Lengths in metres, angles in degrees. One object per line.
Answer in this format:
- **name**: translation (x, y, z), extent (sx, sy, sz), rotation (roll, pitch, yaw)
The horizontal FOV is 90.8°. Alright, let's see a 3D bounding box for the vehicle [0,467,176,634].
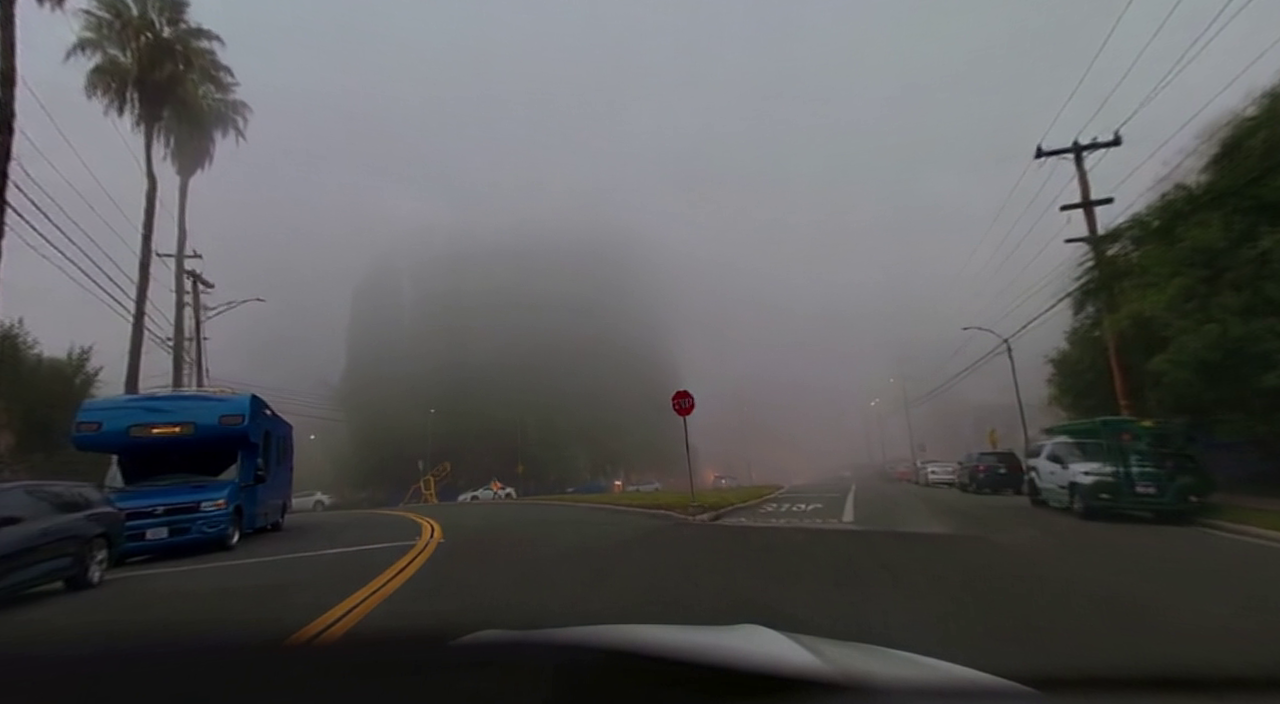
- **vehicle**: translation (-7.931, 2.267, 7.473), extent (2.103, 1.599, 4.865), rotation (1, -9, -13)

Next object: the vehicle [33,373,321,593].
- **vehicle**: translation (-10.863, 3.047, 16.695), extent (3.216, 3.720, 11.364), rotation (2, -9, -22)

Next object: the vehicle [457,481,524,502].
- **vehicle**: translation (-11.598, 10.876, 49.275), extent (4.966, 1.377, 1.739), rotation (1, -9, -9)

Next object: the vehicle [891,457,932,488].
- **vehicle**: translation (19.655, 8.702, 45.943), extent (1.974, 1.894, 4.810), rotation (-3, -8, 14)

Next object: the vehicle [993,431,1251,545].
- **vehicle**: translation (9.902, 2.740, 13.864), extent (2.508, 1.887, 5.930), rotation (-3, -8, 17)
